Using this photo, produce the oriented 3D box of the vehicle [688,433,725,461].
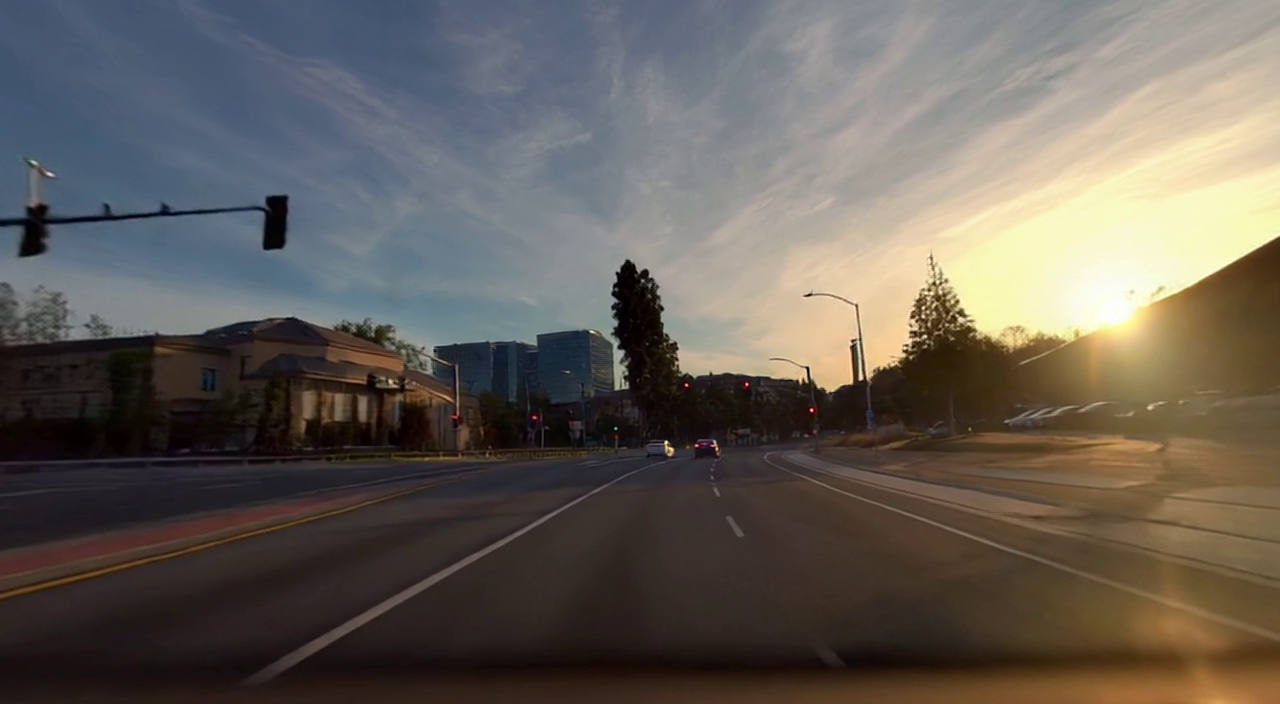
[{"bbox_3d":[4.961,6.949,46.475,2.356,1.931,4.840,-2,-8,10],"label":"vehicle"}]
